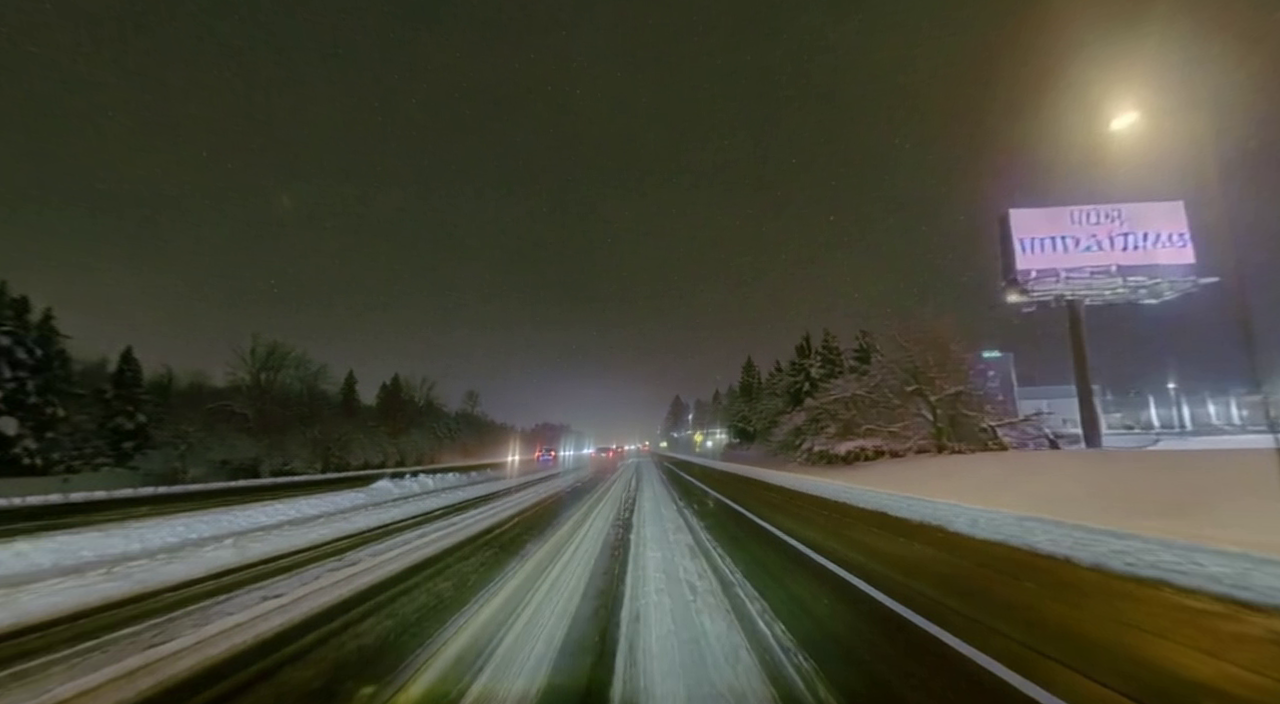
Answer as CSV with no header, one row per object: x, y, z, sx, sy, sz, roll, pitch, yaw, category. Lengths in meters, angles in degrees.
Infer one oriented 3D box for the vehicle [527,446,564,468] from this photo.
-6.666,7.502,45.087,1.936,1.462,4.388,0,-8,0,vehicle
